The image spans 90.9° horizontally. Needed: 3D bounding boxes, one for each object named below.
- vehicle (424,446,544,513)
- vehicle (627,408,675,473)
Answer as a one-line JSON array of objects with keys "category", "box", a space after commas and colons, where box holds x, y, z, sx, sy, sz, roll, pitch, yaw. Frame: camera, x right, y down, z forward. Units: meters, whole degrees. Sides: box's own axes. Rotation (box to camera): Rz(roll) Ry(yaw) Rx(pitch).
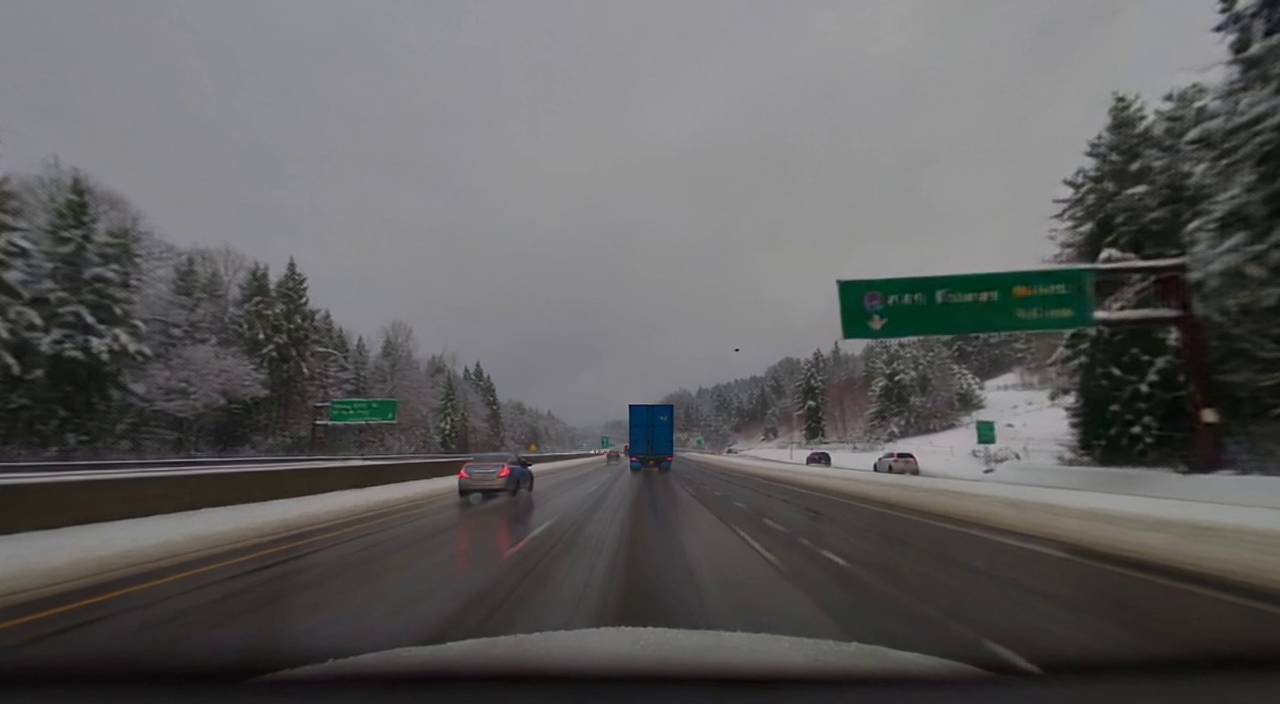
[{"category": "vehicle", "box": [-3.820, 3.182, 16.319, 1.931, 1.466, 4.458, 0, -9, 1]}, {"category": "vehicle", "box": [0.722, 6.313, 44.736, 3.022, 4.072, 10.318, 0, -9, 0]}]
